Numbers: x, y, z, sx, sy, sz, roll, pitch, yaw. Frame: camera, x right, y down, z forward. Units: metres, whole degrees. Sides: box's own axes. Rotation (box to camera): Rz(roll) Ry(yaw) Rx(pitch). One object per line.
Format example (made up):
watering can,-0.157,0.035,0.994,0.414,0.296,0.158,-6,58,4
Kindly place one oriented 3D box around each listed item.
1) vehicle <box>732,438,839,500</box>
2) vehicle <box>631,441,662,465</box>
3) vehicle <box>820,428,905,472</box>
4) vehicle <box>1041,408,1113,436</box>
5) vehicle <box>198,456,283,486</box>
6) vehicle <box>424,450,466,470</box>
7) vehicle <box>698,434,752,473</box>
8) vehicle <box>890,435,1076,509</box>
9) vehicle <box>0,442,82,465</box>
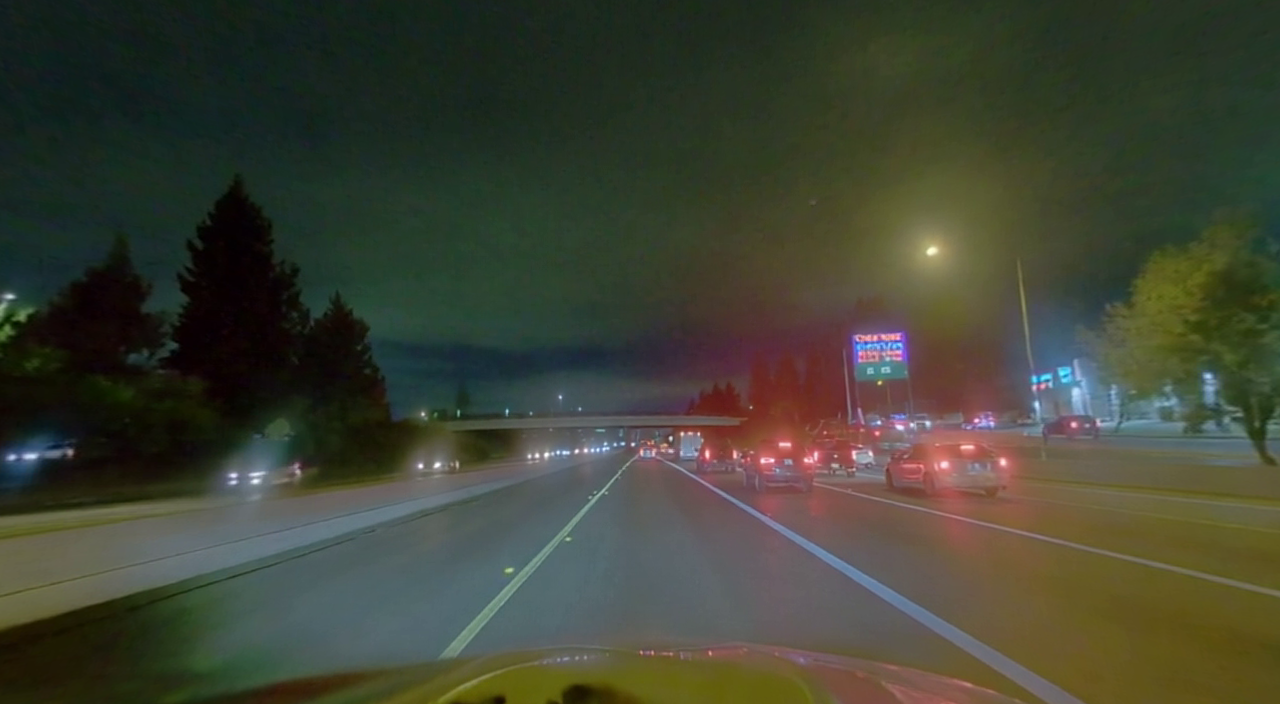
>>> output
vehicle,3.880,3.195,17.692,1.902,1.481,4.451,0,-8,-1
vehicle,0.430,7.210,45.174,2.124,1.639,4.122,0,-8,-1
vehicle,11.184,4.998,32.238,2.193,2.025,5.606,0,-8,-1
vehicle,32.437,5.267,47.036,2.131,1.840,4.870,-1,-8,5
vehicle,-22.873,6.800,36.337,1.832,1.483,4.565,0,-8,1
vehicle,-15.233,8.451,49.462,1.897,1.468,4.391,0,-8,1
vehicle,4.307,5.248,32.752,2.086,1.858,4.737,0,-8,-1
vehicle,7.823,2.745,14.978,1.919,1.476,4.303,0,-8,-1
vehicle,-41.623,7.057,43.875,1.753,1.508,4.416,0,-8,-4
